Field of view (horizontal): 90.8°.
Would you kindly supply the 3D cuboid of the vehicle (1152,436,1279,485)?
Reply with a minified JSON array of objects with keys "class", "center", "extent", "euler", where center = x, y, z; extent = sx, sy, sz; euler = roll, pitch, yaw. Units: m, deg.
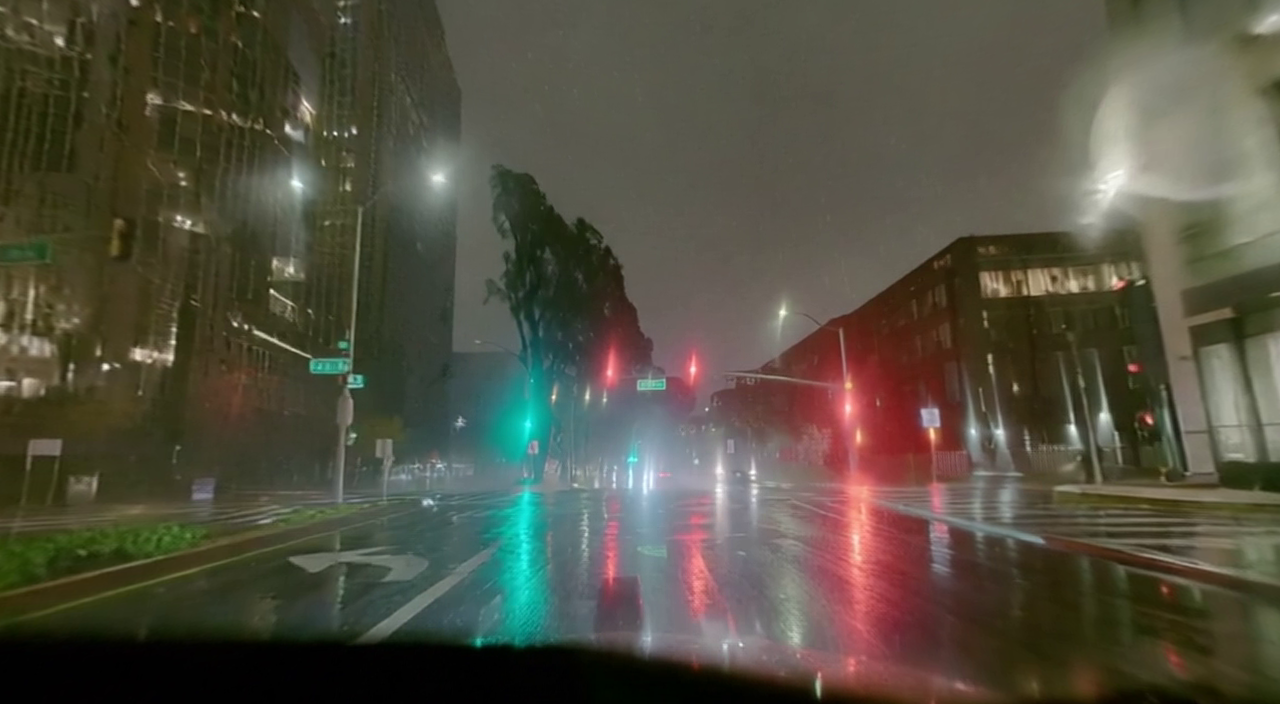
[{"class":"vehicle","center":[21.113,3.832,22.504],"extent":[3.967,1.636,1.932],"euler":[-1,-9,0]}]

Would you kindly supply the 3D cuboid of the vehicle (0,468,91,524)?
[{"class":"vehicle","center":[-21.075,4.680,20.953],"extent":[4.758,1.549,2.194],"euler":[-4,-9,21]}]
